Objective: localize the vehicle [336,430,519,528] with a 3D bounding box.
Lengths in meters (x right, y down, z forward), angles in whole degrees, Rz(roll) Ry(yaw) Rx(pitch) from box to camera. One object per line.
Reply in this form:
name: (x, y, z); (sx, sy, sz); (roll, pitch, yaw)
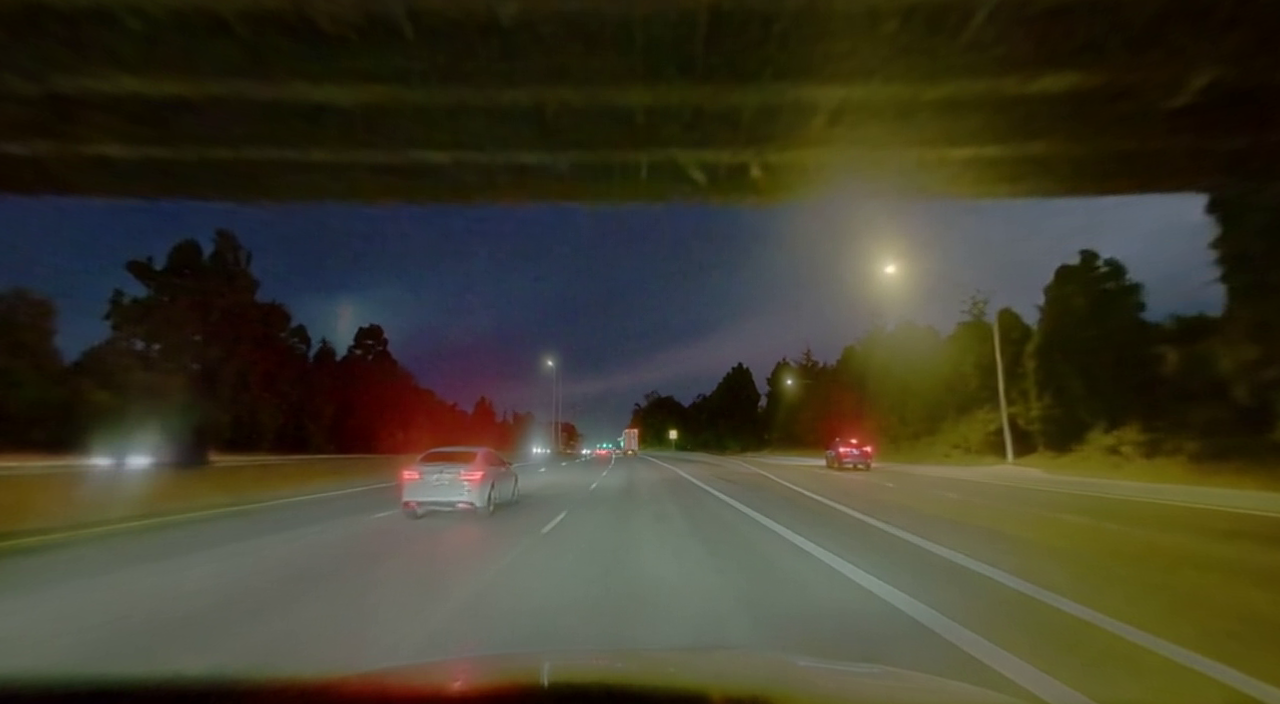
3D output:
vehicle: (-3.821, 2.365, 12.260); (2.070, 1.564, 4.145); (0, -9, 1)
